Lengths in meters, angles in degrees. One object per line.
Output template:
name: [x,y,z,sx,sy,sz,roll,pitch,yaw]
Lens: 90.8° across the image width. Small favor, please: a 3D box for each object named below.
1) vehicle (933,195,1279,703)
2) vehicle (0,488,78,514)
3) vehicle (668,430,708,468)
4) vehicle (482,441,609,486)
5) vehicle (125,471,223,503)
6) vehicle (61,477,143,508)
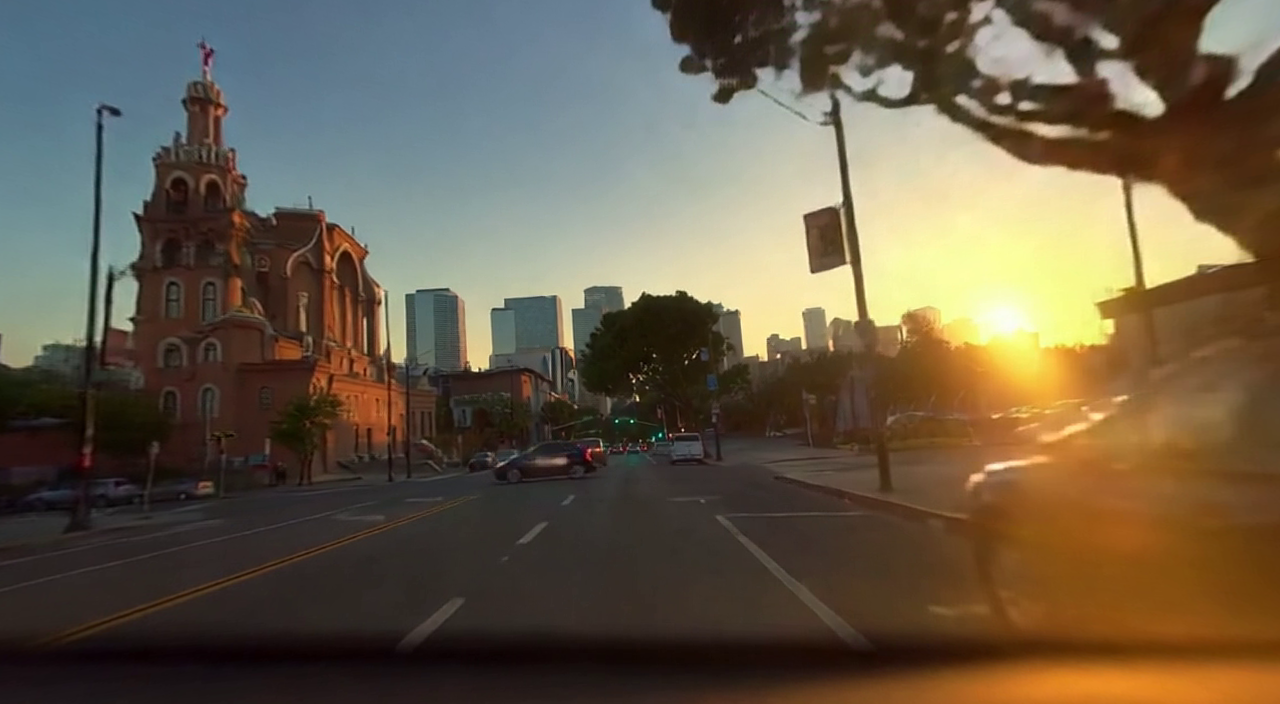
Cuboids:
vehicle: [3.318,0.450,1.836,2.269,2.046,5.649,0,-8,1]
vehicle: [-37.944,9.195,39.068,4.533,1.449,1.771,0,-8,-2]
vehicle: [2.714,5.612,36.873,2.074,2.041,5.045,0,-8,1]
vehicle: [-3.391,4.091,23.549,1.881,1.476,4.620,-7,-11,38]
vehicle: [-28.907,8.378,39.304,4.439,1.661,2.071,-1,-8,-2]
vehicle: [-33.481,8.732,39.362,3.529,1.661,1.695,-1,-6,0]
